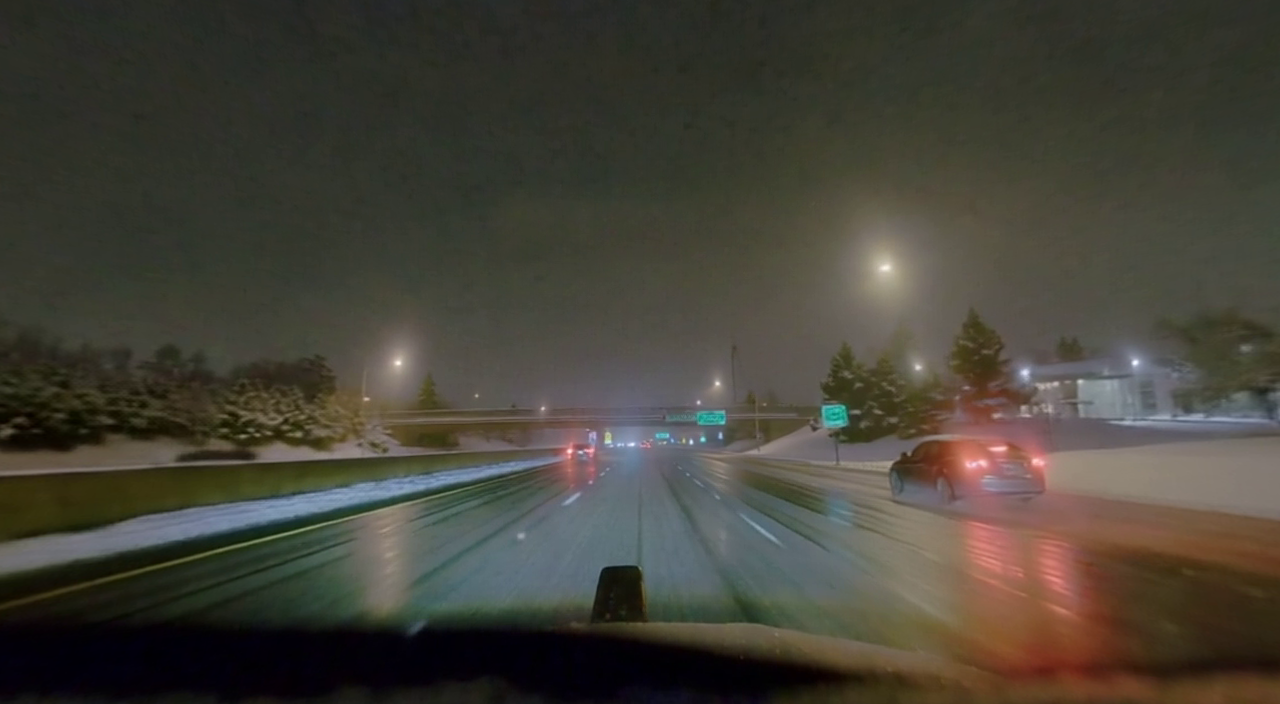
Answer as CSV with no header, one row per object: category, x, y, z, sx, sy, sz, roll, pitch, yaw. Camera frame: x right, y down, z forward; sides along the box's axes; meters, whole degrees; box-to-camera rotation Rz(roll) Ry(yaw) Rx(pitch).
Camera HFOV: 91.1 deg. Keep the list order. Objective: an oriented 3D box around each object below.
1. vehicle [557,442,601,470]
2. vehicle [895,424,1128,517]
vehicle,-3.530,6.150,37.218,2.055,1.533,4.604,-1,-8,1
vehicle,7.525,2.439,13.496,2.032,1.601,4.863,0,-8,0
